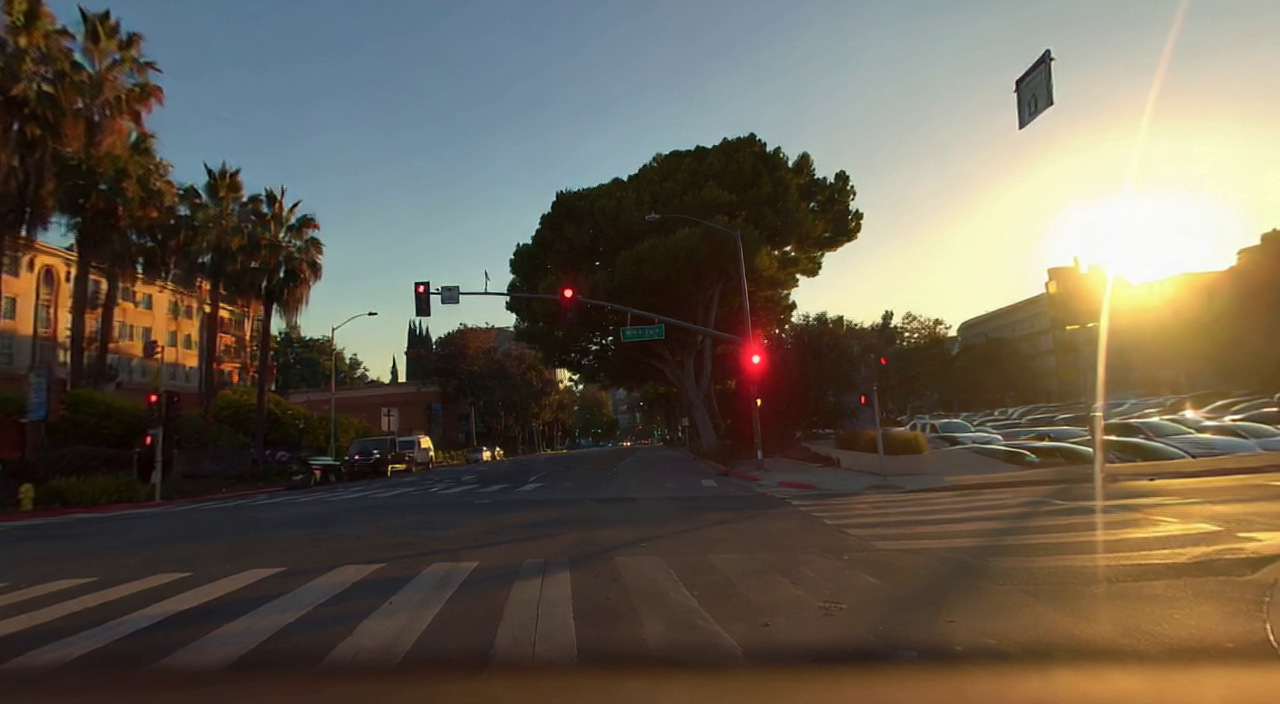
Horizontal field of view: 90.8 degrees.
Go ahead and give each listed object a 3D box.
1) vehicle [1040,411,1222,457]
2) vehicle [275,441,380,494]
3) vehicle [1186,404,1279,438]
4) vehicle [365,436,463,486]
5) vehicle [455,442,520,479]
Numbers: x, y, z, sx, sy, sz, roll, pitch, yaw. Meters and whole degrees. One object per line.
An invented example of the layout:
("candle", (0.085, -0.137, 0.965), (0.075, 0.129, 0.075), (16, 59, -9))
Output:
("vehicle", (16.926, 2.906, 22.099), (4.560, 1.453, 1.851), (-3, -9, 18))
("vehicle", (-13.728, 5.063, 28.149), (2.251, 1.957, 4.968), (-4, -9, -1))
("vehicle", (34.911, 4.028, 36.651), (4.326, 1.511, 1.725), (-8, -9, 17))
("vehicle", (-10.171, 4.956, 29.059), (2.475, 1.940, 5.702), (-3, -9, 0))
("vehicle", (-6.982, 4.995, 29.323), (2.024, 1.470, 4.153), (-3, -9, -1))
